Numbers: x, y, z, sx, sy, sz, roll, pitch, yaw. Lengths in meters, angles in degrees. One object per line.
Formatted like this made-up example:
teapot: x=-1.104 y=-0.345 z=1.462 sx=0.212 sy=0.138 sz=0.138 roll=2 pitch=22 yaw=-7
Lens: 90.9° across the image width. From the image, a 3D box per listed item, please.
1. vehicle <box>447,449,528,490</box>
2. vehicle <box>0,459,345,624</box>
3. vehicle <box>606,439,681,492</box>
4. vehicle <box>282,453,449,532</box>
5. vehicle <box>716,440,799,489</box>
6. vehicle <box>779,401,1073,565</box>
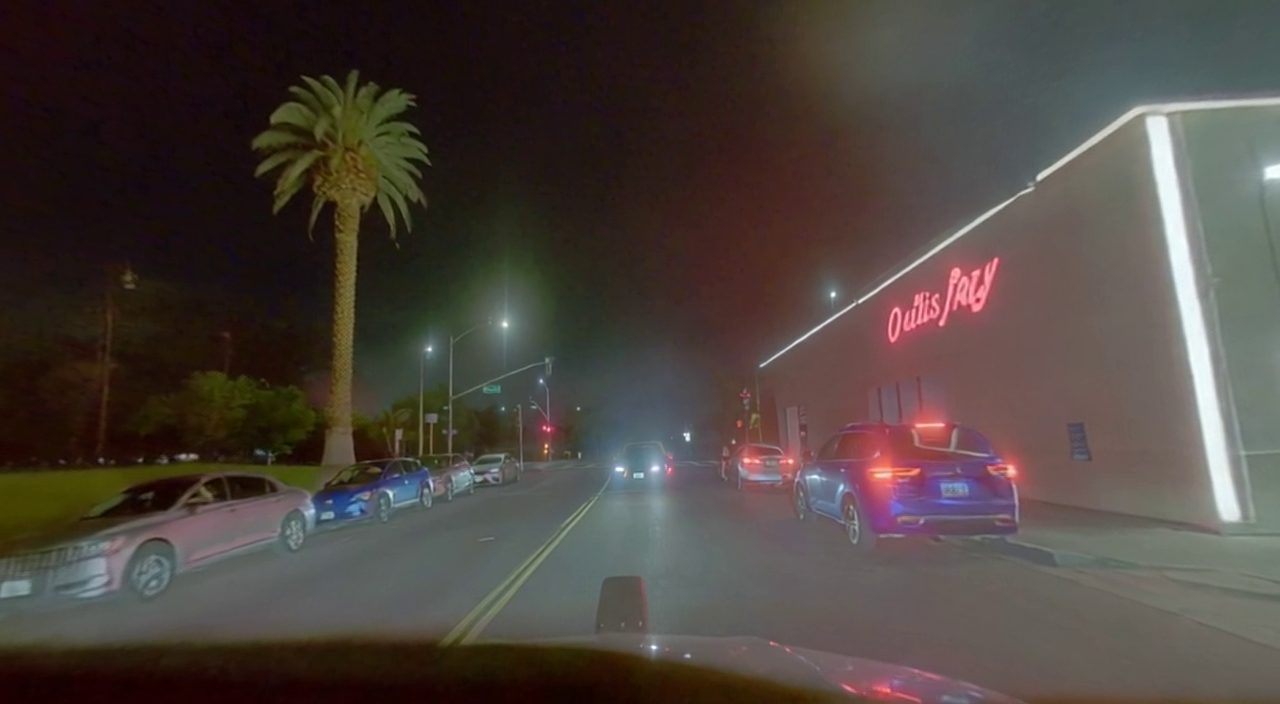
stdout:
vehicle: x=-6.184 y=4.791 z=26.171 sx=2.105 sy=1.469 sz=4.693 roll=0 pitch=-8 yaw=1
vehicle: x=-6.118 y=2.250 z=8.539 sx=1.874 sy=1.472 sz=4.668 roll=0 pitch=-8 yaw=2
vehicle: x=0.081 y=3.436 z=19.483 sx=2.060 sy=1.452 sz=4.078 roll=0 pitch=-8 yaw=0
vehicle: x=-6.118 y=3.139 z=14.737 sx=1.850 sy=1.482 sz=4.454 roll=0 pitch=-8 yaw=1
vehicle: x=3.701 y=3.607 z=20.608 sx=1.821 sy=1.417 sz=4.454 roll=0 pitch=-8 yaw=0
vehicle: x=3.717 y=1.825 z=9.591 sx=2.099 sy=1.786 sz=5.198 roll=0 pitch=-8 yaw=1
